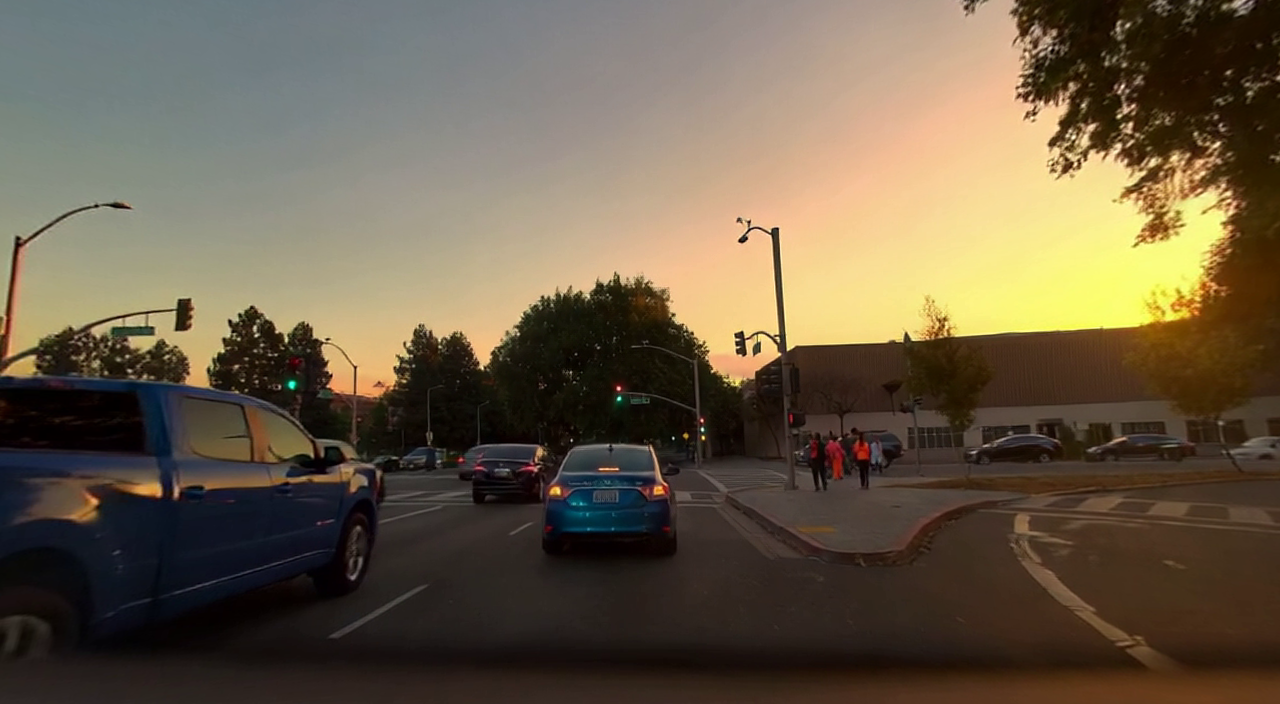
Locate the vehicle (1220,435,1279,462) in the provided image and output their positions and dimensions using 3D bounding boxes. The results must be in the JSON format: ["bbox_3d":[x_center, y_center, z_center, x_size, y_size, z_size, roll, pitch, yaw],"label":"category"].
[{"bbox_3d":[36.254,5.474,35.777,4.643,1.464,1.840,-1,-9,3],"label":"vehicle"}]

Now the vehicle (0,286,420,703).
[{"bbox_3d":[-3.618,1.009,4.424,2.202,1.961,4.980,0,-8,2],"label":"vehicle"}]

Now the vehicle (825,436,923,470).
[{"bbox_3d":[12.249,5.338,33.262,4.394,1.724,1.886,0,-9,1],"label":"vehicle"}]

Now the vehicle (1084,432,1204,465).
[{"bbox_3d":[28.969,5.551,36.355,4.967,1.794,2.044,-1,-8,3],"label":"vehicle"}]

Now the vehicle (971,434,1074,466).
[{"bbox_3d":[21.969,5.642,36.351,4.529,1.786,2.110,-1,-8,2],"label":"vehicle"}]

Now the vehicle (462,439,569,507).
[{"bbox_3d":[-3.352,3.351,17.993,2.003,1.655,4.878,0,-8,1],"label":"vehicle"}]

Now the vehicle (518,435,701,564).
[{"bbox_3d":[-0.340,2.070,9.708,2.144,1.497,4.446,0,-8,0],"label":"vehicle"}]
